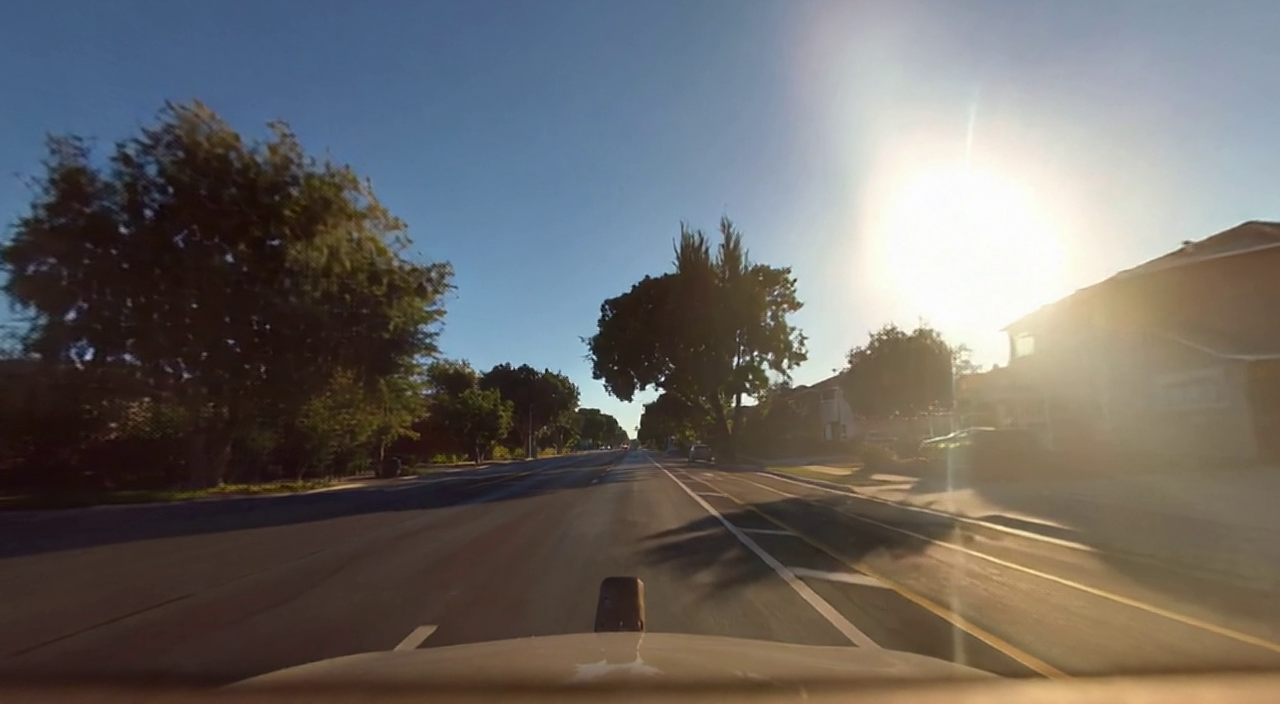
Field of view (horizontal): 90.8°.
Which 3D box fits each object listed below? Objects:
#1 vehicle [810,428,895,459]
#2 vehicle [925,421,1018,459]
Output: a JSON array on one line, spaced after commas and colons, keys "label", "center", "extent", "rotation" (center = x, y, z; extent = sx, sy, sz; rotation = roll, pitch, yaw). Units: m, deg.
[{"label": "vehicle", "center": [15.079, 6.552, 45.033], "extent": [5.136, 1.795, 2.244], "rotation": [-4, -9, -3]}, {"label": "vehicle", "center": [15.048, 4.083, 29.012], "extent": [1.908, 1.610, 4.582], "rotation": [0, -9, 2]}]
